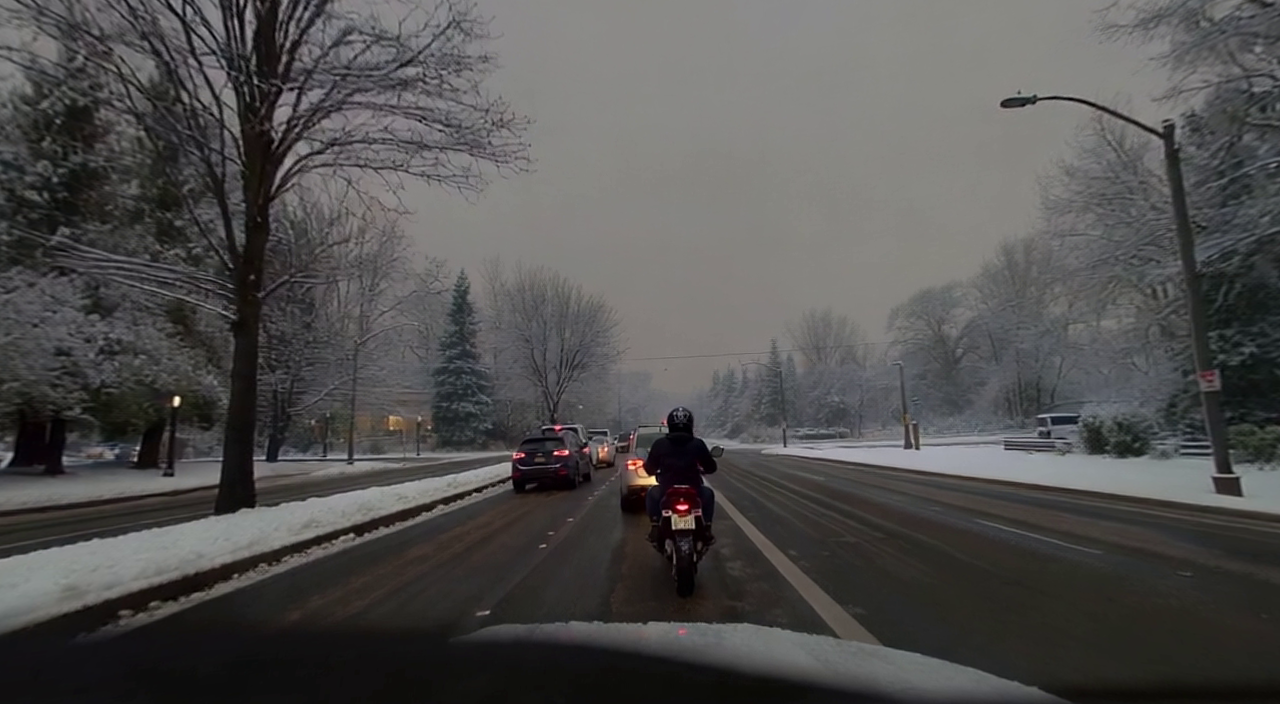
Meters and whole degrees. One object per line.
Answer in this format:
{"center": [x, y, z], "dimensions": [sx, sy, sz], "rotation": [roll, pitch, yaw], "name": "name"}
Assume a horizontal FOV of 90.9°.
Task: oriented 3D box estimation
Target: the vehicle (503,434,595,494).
{"center": [-2.487, 3.169, 18.208], "dimensions": [1.979, 1.499, 3.840], "rotation": [-1, -8, 2], "name": "vehicle"}

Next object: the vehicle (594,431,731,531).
{"center": [0.405, 2.237, 11.611], "dimensions": [2.009, 1.450, 4.608], "rotation": [-1, -8, 2], "name": "vehicle"}
